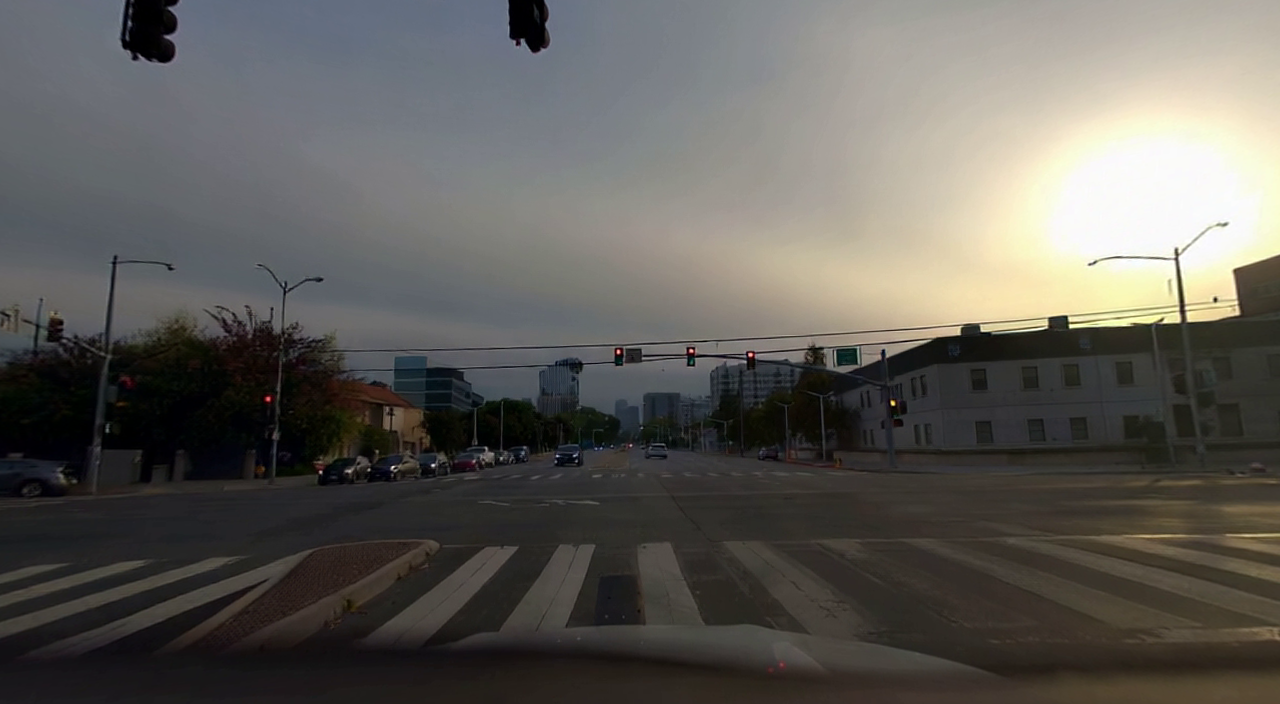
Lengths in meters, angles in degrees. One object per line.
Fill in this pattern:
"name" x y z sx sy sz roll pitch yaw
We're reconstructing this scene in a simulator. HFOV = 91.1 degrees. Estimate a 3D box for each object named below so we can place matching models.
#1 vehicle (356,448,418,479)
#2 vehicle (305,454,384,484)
"vehicle" -16.178 7.103 40.451 1.960 1.819 5.018 0 -9 -1
"vehicle" -16.092 6.377 34.496 2.055 1.506 4.663 0 -9 0
